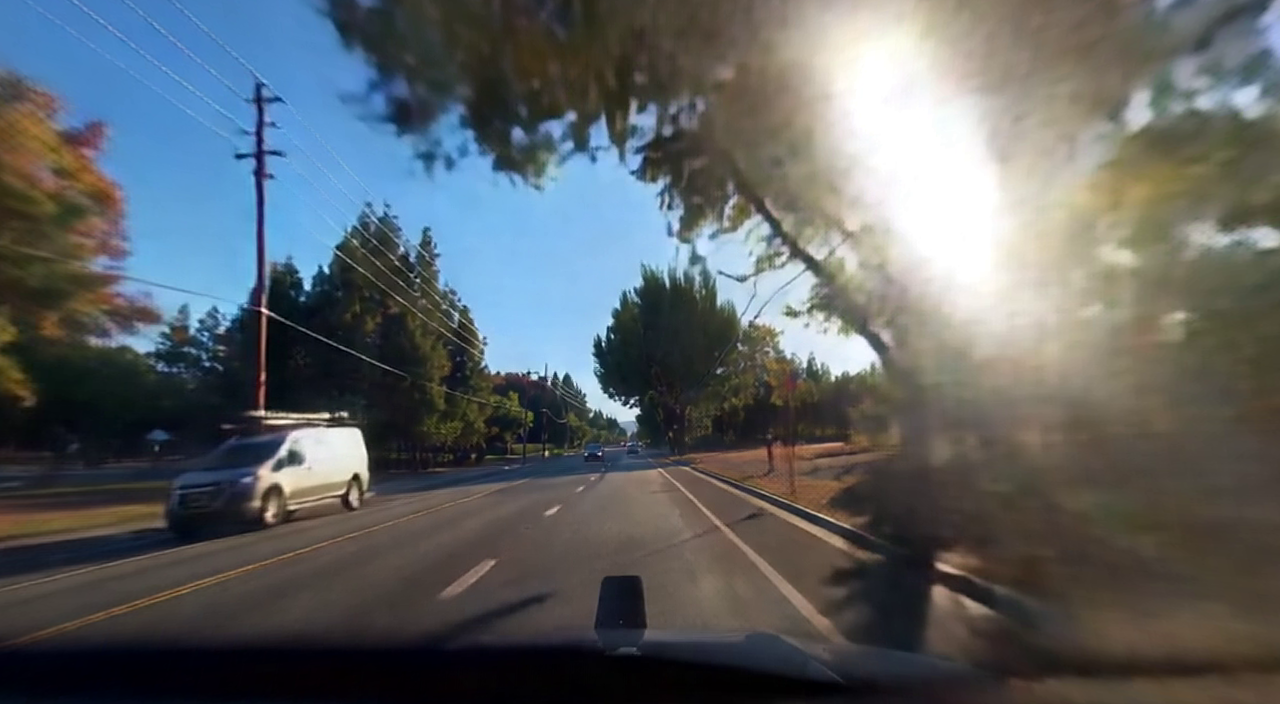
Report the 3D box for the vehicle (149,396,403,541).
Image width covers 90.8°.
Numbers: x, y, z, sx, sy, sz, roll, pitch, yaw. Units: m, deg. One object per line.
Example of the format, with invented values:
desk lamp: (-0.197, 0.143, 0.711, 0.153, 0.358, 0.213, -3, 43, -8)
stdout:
vehicle: (-8.102, 2.616, 15.152, 2.351, 2.696, 6.106, -1, -8, 1)
